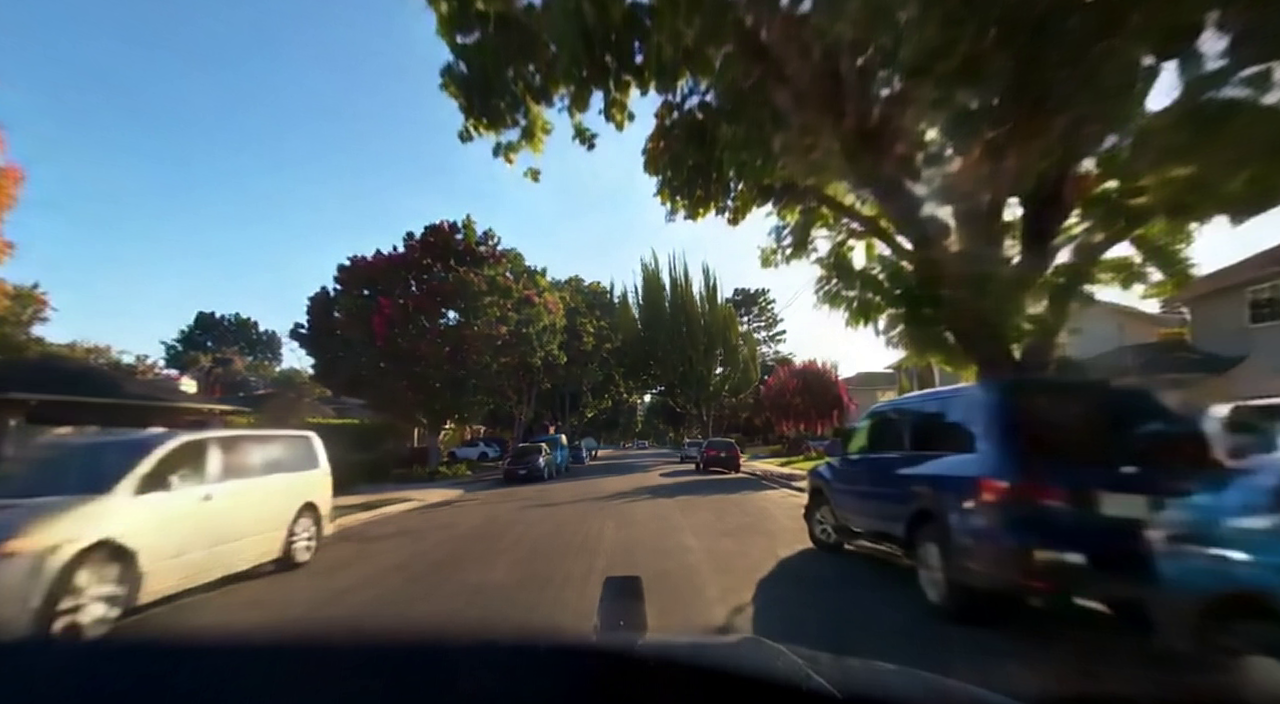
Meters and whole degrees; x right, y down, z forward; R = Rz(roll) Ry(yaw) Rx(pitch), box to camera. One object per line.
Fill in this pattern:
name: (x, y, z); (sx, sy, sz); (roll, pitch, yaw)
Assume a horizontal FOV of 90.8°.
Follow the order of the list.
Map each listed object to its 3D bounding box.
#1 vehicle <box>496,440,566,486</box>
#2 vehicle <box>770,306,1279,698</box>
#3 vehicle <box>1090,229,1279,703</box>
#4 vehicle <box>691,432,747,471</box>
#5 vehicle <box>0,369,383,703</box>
vehicle: (-4.639, 4.749, 27.500); (2.116, 1.659, 4.832); (-2, -7, 1)
vehicle: (3.549, 1.277, 6.850); (2.744, 2.152, 6.605); (0, -8, -1)
vehicle: (3.579, 0.387, 0.968); (2.144, 2.166, 4.766); (-1, -8, -1)
vehicle: (4.051, 5.230, 33.337); (2.152, 1.810, 5.846); (-1, -8, 0)
vehicle: (-4.811, 1.450, 6.054); (2.364, 1.968, 5.671); (-1, -8, -1)
